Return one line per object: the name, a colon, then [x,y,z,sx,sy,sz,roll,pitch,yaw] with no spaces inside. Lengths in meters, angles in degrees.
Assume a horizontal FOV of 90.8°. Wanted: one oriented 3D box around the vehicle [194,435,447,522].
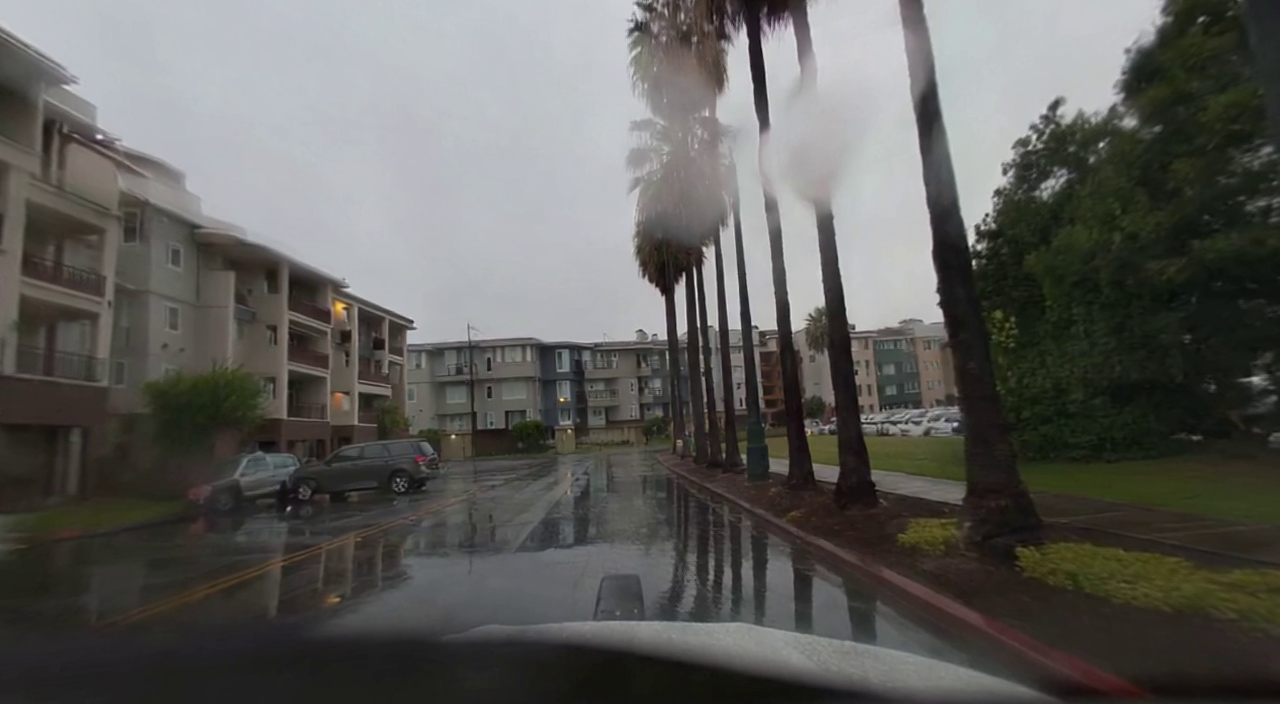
vehicle: [-7.143,2.836,14.571,4.803,1.520,1.894,-3,-7,-5]
